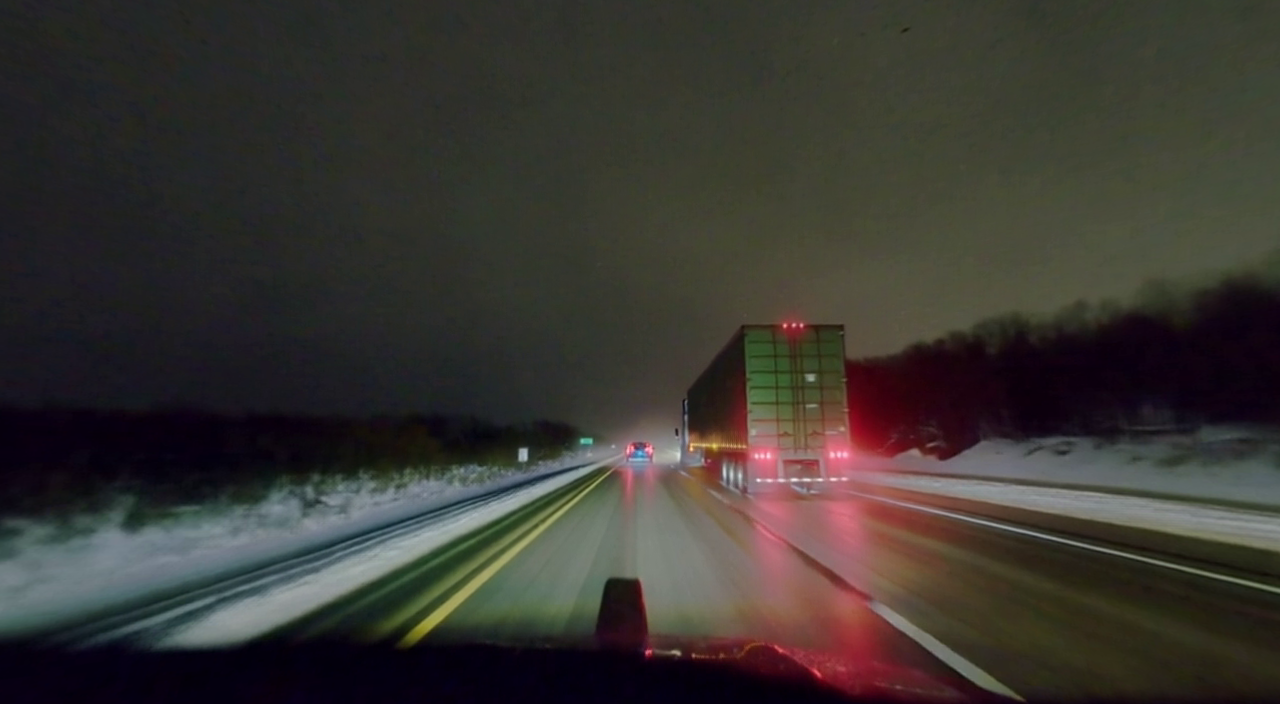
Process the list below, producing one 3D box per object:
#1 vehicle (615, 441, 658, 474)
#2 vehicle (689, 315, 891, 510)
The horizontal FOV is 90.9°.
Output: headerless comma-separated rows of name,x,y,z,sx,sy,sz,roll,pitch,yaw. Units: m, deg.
vehicle,-0.157,5.179,31.161,1.968,1.515,4.025,0,-8,0
vehicle,3.763,2.419,21.379,2.929,4.158,15.921,0,-8,0
